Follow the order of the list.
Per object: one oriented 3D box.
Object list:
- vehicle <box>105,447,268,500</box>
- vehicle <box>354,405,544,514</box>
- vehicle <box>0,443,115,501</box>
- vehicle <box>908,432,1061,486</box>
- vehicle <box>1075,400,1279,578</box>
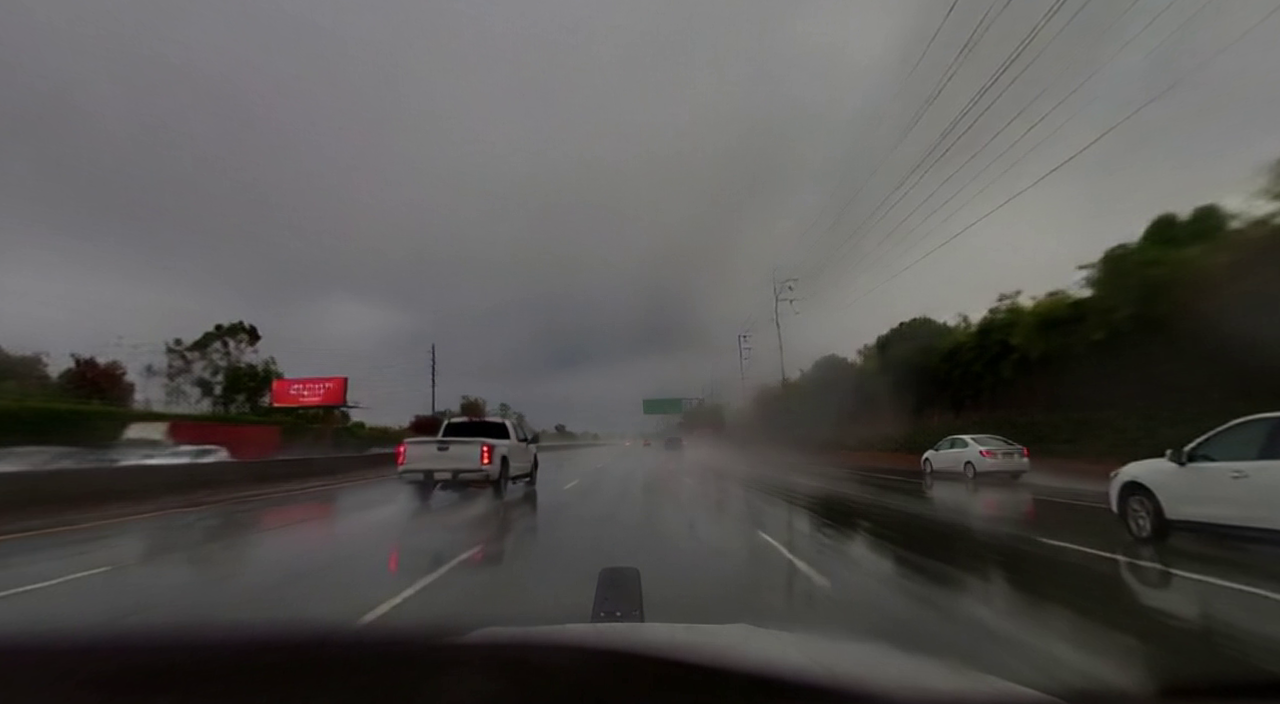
[{"bbox_3d":[-14.224,3.791,20.151,1.892,1.475,4.443,0,-8,1],"label":"vehicle"},{"bbox_3d":[-4.050,2.460,14.920,2.508,2.023,6.176,0,-8,1],"label":"vehicle"},{"bbox_3d":[-21.917,4.109,21.840,2.200,1.857,6.007,0,-8,0],"label":"vehicle"},{"bbox_3d":[10.534,3.316,19.761,2.076,1.470,4.644,0,-8,-1],"label":"vehicle"},{"bbox_3d":[6.978,1.344,6.325,1.976,1.646,4.370,0,-8,-1],"label":"vehicle"}]
